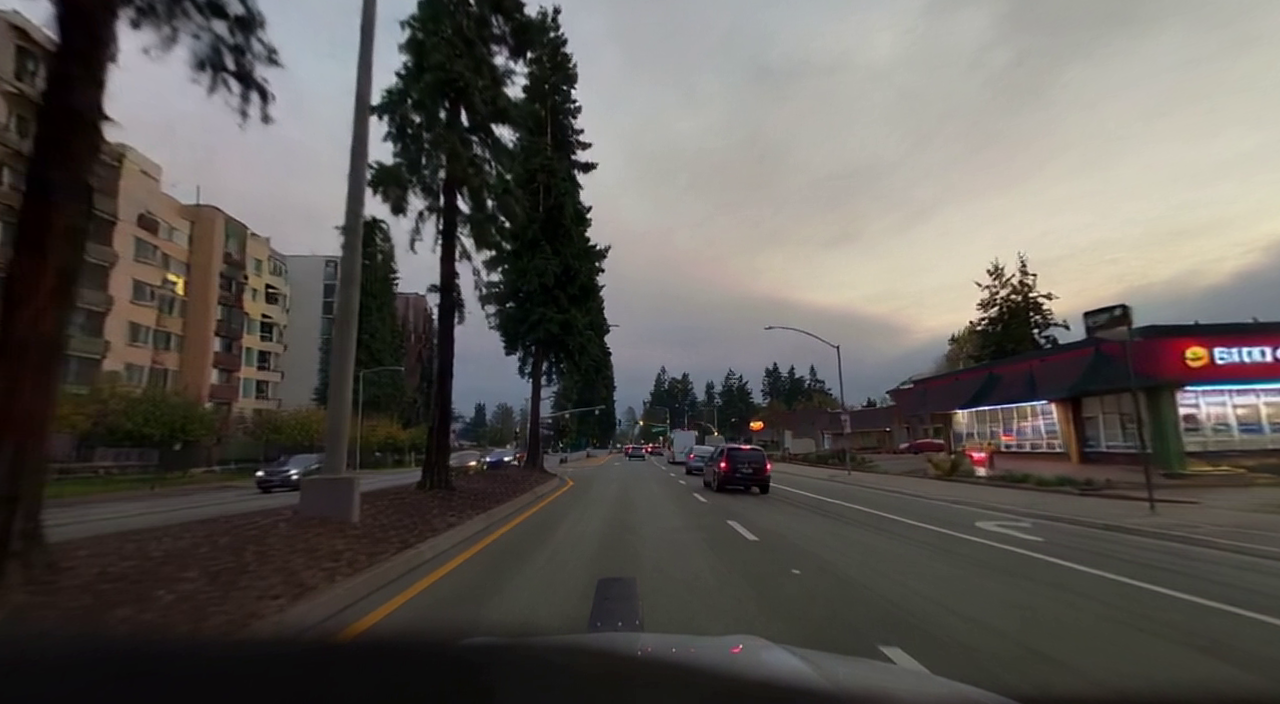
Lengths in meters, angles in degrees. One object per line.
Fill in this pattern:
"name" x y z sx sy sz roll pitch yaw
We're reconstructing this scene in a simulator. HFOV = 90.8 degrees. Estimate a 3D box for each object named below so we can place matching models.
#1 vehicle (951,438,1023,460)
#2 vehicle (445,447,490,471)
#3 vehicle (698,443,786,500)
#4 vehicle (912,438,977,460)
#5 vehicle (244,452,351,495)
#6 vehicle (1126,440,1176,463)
"vehicle" 19.277 5.394 35.157 3.242 1.165 1.363 1 -7 -5
"vehicle" -13.298 8.256 49.016 1.987 1.579 4.739 -3 -8 2
"vehicle" 3.143 3.754 20.299 2.041 1.531 4.236 1 -8 -1
"vehicle" 19.358 6.161 40.267 3.361 1.321 1.571 2 -8 -7
"vehicle" -14.284 5.038 26.664 1.988 1.527 4.359 0 -8 2
"vehicle" 40.226 7.833 49.795 2.355 1.684 4.061 -4 -9 30
